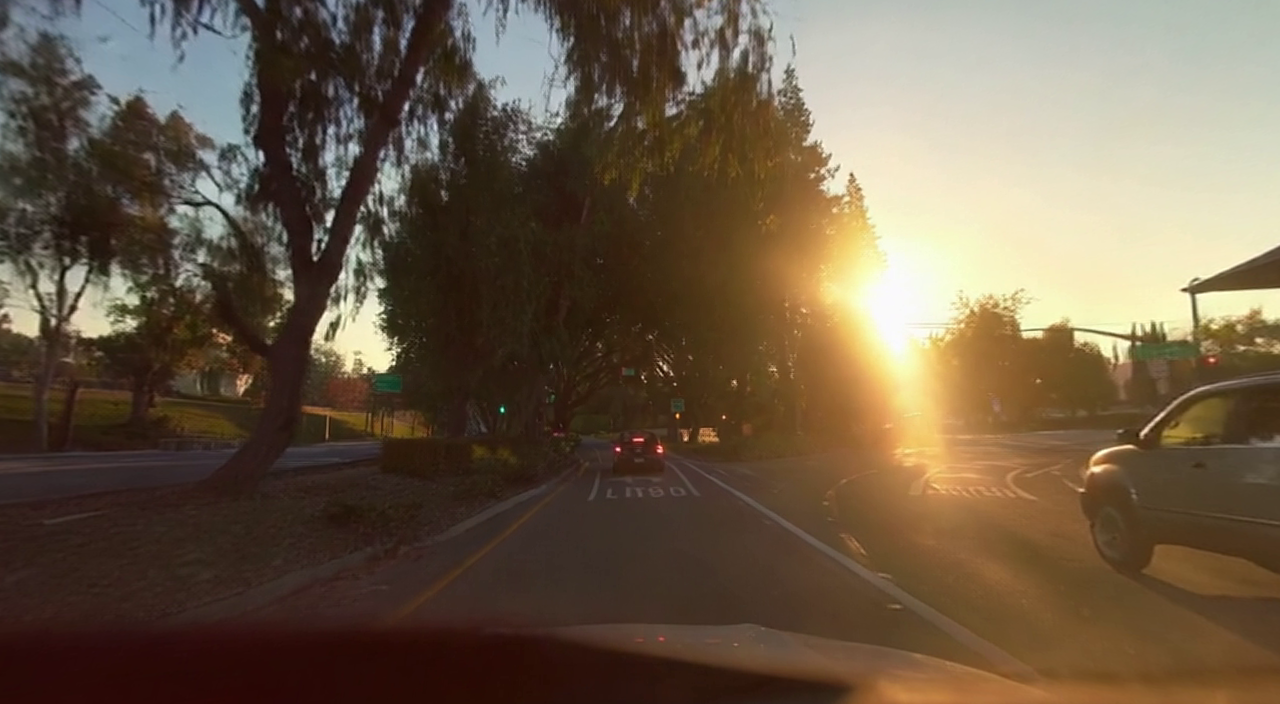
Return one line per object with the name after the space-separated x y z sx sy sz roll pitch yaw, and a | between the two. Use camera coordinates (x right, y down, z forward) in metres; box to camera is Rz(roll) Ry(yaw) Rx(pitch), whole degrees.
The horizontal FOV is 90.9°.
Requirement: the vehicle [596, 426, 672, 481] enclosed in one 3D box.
-0.177 3.064 19.334 2.056 1.473 4.380 0 -8 0 | vehicle

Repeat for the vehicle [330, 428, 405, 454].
-18.140 5.919 42.099 4.200 1.639 1.844 -1 -8 0 | vehicle

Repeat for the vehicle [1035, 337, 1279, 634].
5.200 0.926 4.499 2.084 1.870 5.068 -1 -8 9 | vehicle
